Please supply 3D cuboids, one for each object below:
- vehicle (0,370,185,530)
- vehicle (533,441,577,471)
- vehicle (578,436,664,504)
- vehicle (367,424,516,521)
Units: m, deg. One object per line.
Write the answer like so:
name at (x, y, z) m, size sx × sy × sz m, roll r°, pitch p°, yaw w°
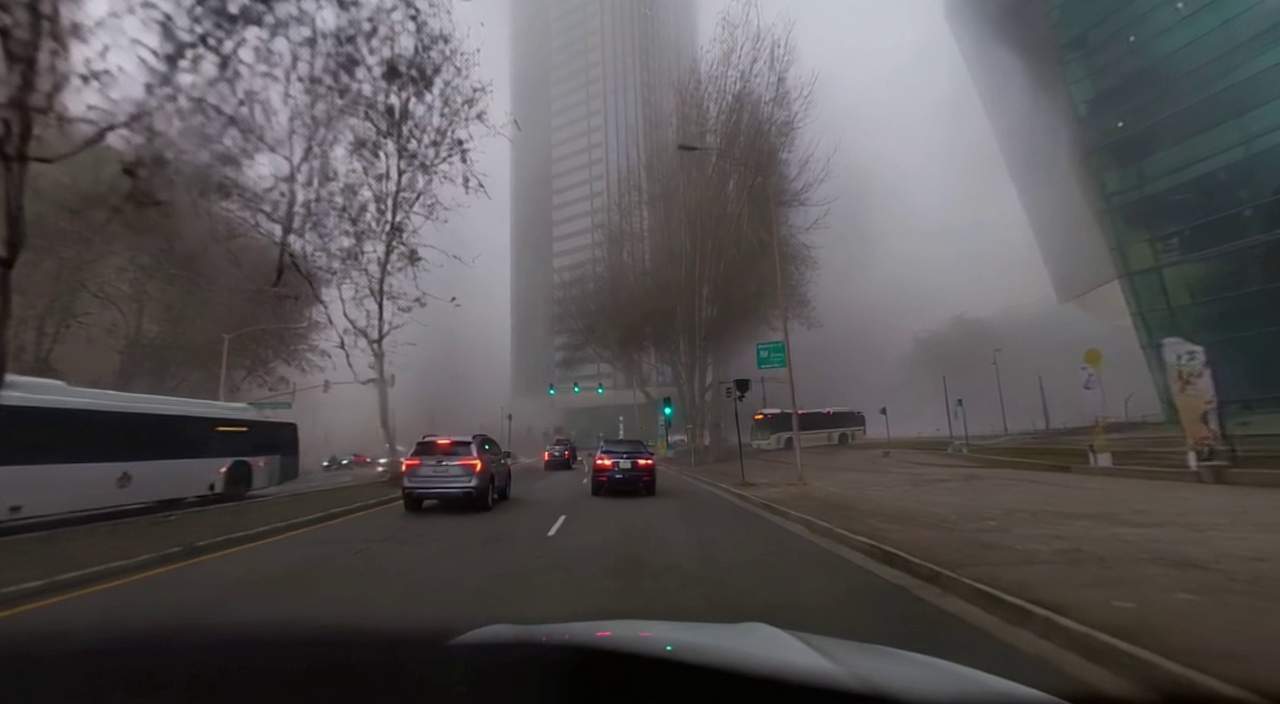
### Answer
vehicle at (-14.928, 2.095, 13.522) m, size 3.063 × 3.298 × 9.918 m, roll 0°, pitch -9°, yaw -1°
vehicle at (-4.572, 5.631, 34.353) m, size 1.961 × 1.517 × 4.202 m, roll 1°, pitch -9°, yaw -2°
vehicle at (-0.507, 2.932, 16.024) m, size 1.933 × 1.504 × 3.802 m, roll 1°, pitch -9°, yaw -3°
vehicle at (-3.772, 2.357, 12.736) m, size 1.848 × 1.641 × 3.686 m, roll 0°, pitch -9°, yaw -1°
